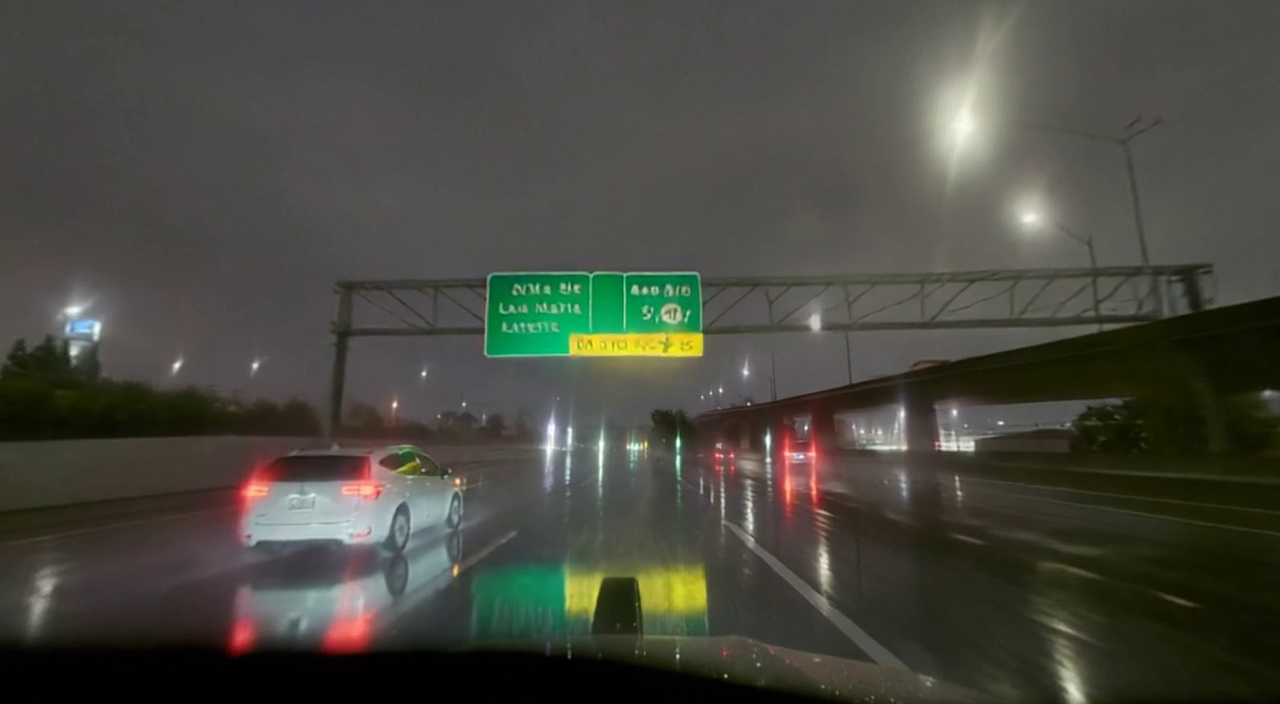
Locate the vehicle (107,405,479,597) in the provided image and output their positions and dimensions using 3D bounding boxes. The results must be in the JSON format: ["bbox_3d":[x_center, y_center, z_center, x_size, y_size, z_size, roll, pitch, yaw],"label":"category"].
[{"bbox_3d":[-3.647,1.646,7.862,2.178,1.699,4.321,0,-8,-1],"label":"vehicle"}]
